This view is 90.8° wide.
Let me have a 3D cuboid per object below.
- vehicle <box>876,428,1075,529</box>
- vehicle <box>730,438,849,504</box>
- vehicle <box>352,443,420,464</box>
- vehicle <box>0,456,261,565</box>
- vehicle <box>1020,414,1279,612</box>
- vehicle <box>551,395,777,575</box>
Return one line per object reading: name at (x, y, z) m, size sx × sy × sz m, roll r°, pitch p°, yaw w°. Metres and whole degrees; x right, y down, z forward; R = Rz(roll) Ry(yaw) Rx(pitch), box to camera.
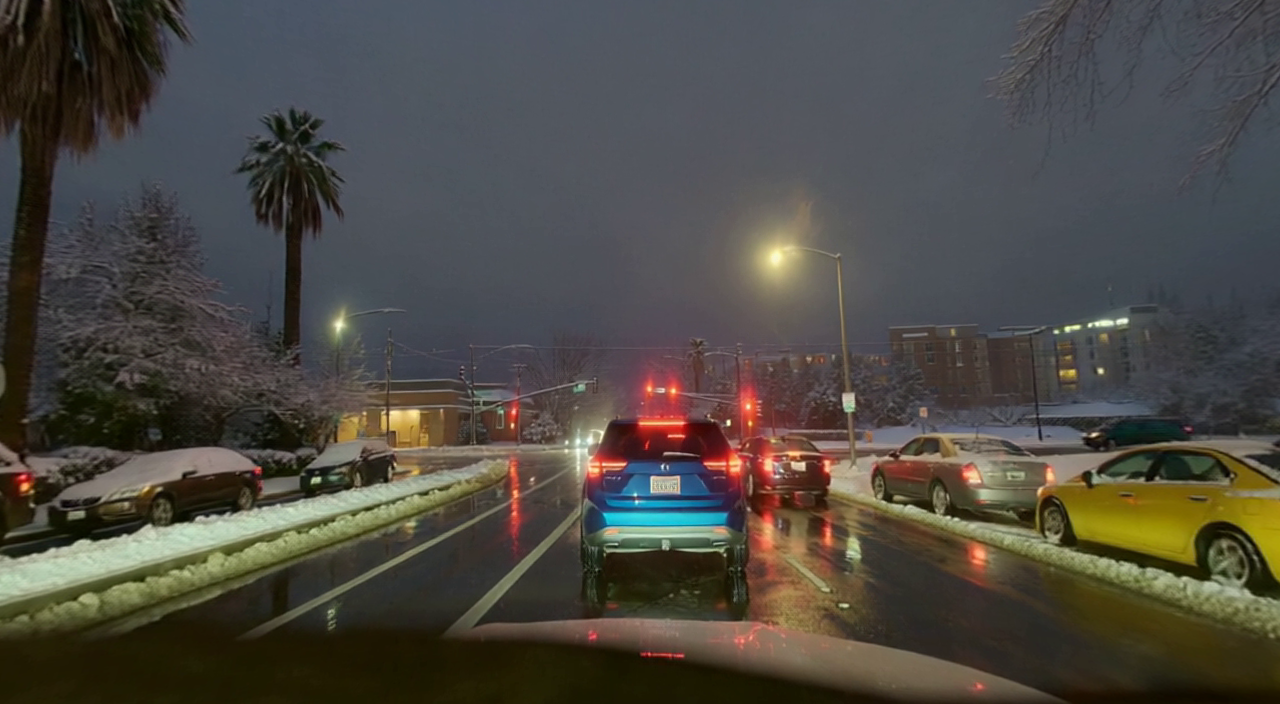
vehicle at (6.669, 2.527, 13.235) m, size 1.930 × 1.736 × 4.329 m, roll -1°, pitch -8°, yaw 3°
vehicle at (3.747, 3.058, 16.725) m, size 2.021 × 1.480 × 4.402 m, roll 0°, pitch -8°, yaw 0°
vehicle at (-18.726, 7.490, 46.653) m, size 1.759 × 1.457 × 4.297 m, roll -7°, pitch -11°, yaw 38°
vehicle at (-9.580, 2.806, 11.896) m, size 2.054 × 1.467 × 4.595 m, roll -3°, pitch -8°, yaw 0°
vehicle at (6.434, 1.594, 6.928) m, size 1.935 × 1.672 × 4.139 m, roll 0°, pitch -8°, yaw 1°
vehicle at (0.258, 1.658, 8.562) m, size 2.264 × 1.798 × 4.258 m, roll 0°, pitch -8°, yaw 1°
